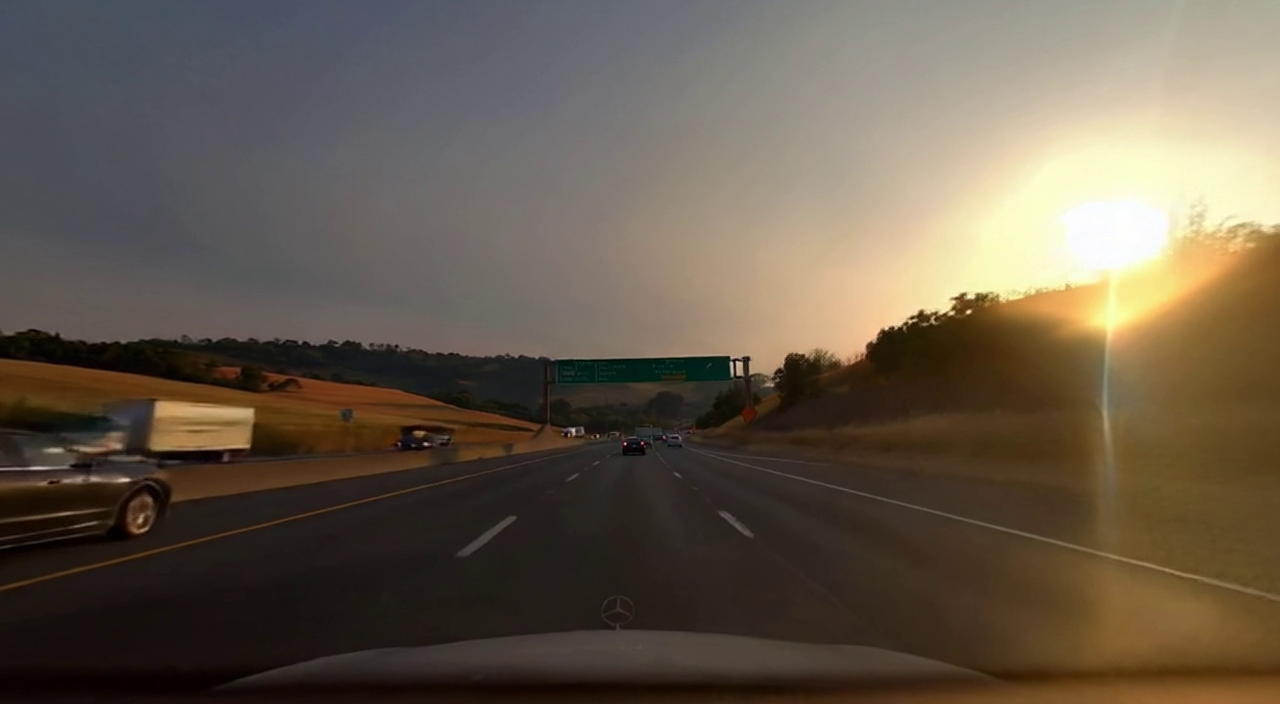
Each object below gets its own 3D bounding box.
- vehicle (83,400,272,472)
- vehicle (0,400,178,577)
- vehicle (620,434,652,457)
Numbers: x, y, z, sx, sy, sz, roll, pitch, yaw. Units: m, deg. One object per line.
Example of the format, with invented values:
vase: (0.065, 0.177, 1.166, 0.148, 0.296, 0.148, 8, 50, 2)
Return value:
vehicle: (-21.538, 4.010, 30.203, 2.751, 2.955, 8.230, 0, -8, 0)
vehicle: (-6.797, 1.241, 5.710, 1.939, 1.601, 4.338, 0, -8, -1)
vehicle: (-0.268, 6.452, 43.551, 2.140, 1.475, 3.969, 0, -8, 0)
